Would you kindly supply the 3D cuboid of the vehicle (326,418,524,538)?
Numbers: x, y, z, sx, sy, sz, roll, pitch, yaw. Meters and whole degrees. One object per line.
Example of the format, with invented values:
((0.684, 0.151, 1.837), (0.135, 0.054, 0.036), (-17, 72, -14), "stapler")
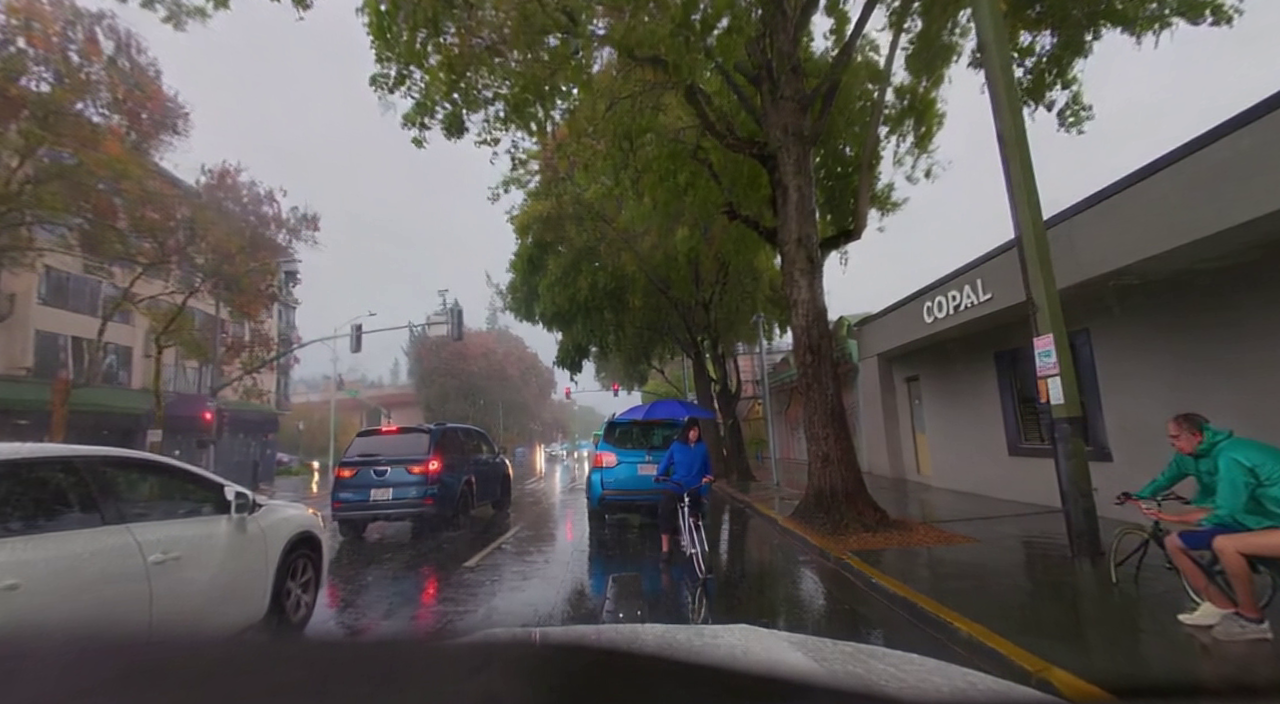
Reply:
((-3.599, 2.205, 11.642), (2.046, 1.750, 4.452), (0, -9, 0), "vehicle")

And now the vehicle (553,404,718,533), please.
((-0.105, 2.095, 11.898), (2.426, 1.882, 5.027), (0, -9, -1), "vehicle")

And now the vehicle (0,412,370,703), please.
((-3.555, 1.172, 3.689), (2.064, 1.486, 4.140), (0, -9, 1), "vehicle")
